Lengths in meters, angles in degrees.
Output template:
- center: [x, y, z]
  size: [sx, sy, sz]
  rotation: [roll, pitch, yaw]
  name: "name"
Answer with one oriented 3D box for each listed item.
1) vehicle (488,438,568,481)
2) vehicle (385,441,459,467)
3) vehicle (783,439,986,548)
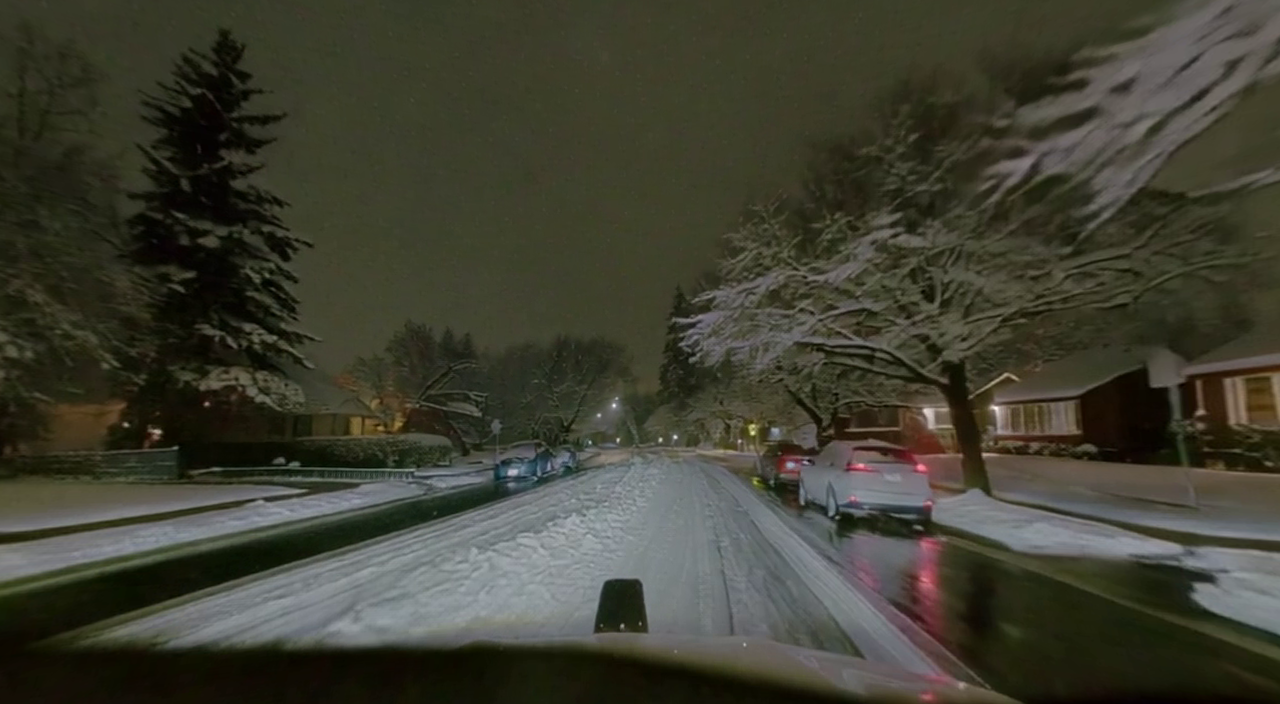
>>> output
- center: [-4.561, 4.529, 26.286]
  size: [1.943, 1.433, 4.717]
  rotation: [-6, -11, 6]
  name: "vehicle"
- center: [-16.758, 7.872, 48.397]
  size: [4.879, 1.867, 2.234]
  rotation: [1, -8, -4]
  name: "vehicle"
- center: [3.829, 2.234, 10.895]
  size: [2.088, 1.429, 4.796]
  rotation: [-1, -8, 7]
  name: "vehicle"
